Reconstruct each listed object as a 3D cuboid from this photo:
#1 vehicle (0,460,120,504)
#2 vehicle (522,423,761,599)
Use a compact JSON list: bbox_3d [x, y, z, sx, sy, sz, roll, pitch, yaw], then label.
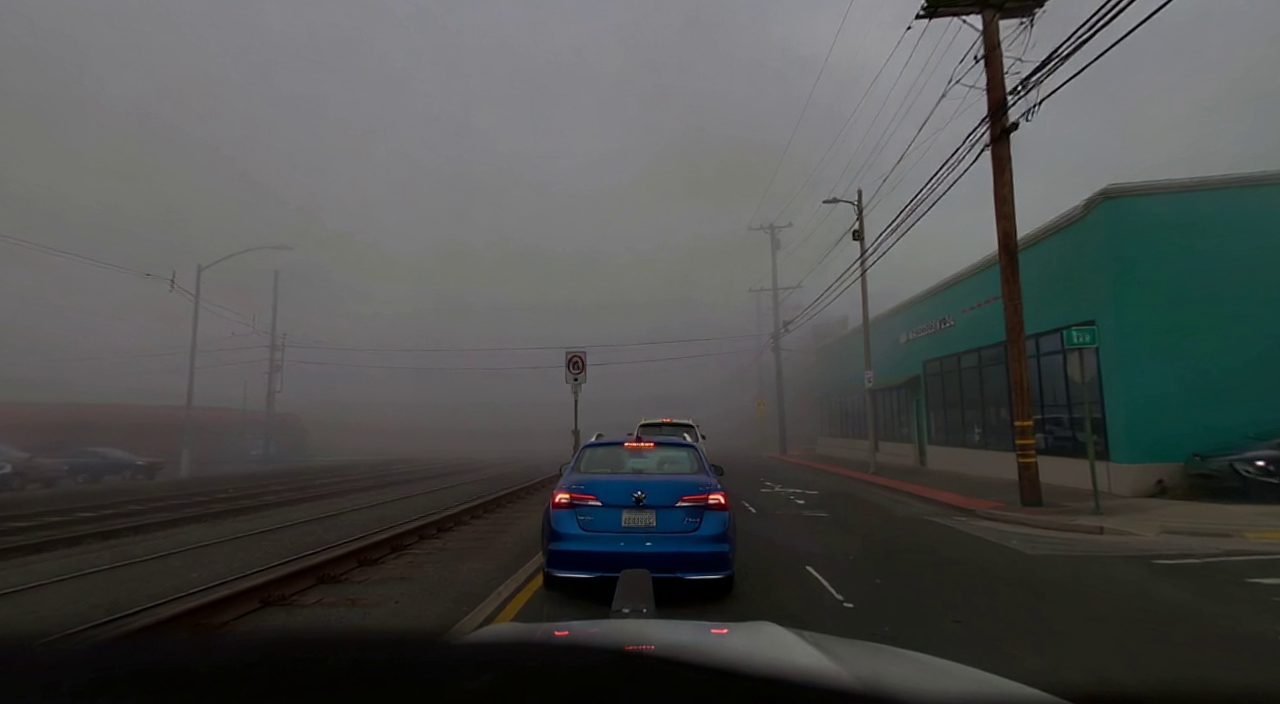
[{"bbox_3d":[-21.923,4.676,22.850,4.566,1.453,1.935,-1,-9,5],"label":"vehicle"},{"bbox_3d":[0.095,1.706,7.619,2.090,1.518,4.033,-1,-9,3],"label":"vehicle"}]
